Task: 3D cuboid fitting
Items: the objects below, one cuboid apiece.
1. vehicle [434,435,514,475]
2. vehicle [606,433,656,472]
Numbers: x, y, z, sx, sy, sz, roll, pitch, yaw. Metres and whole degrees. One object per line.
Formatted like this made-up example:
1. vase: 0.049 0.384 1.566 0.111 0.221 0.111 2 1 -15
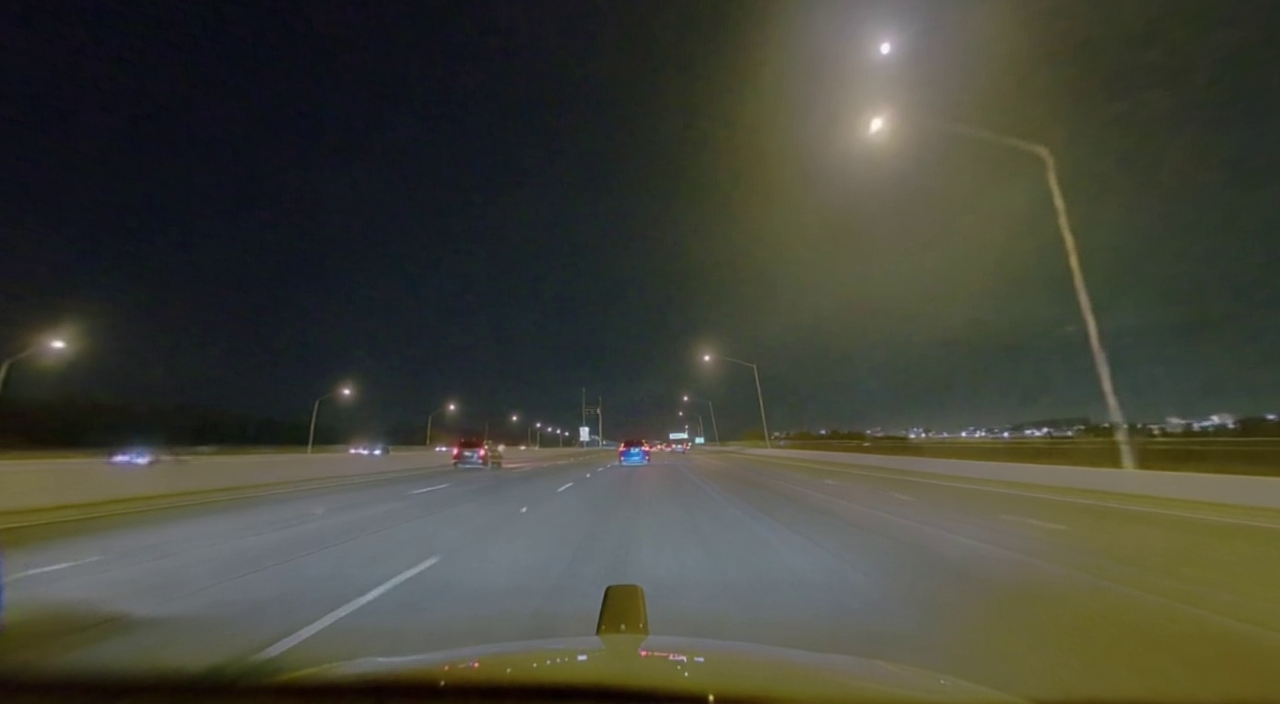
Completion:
1. vehicle: -6.925 4.353 26.680 1.994 1.519 4.668 0 -9 2
2. vehicle: -0.337 4.715 29.595 2.155 1.690 4.318 0 -8 1
